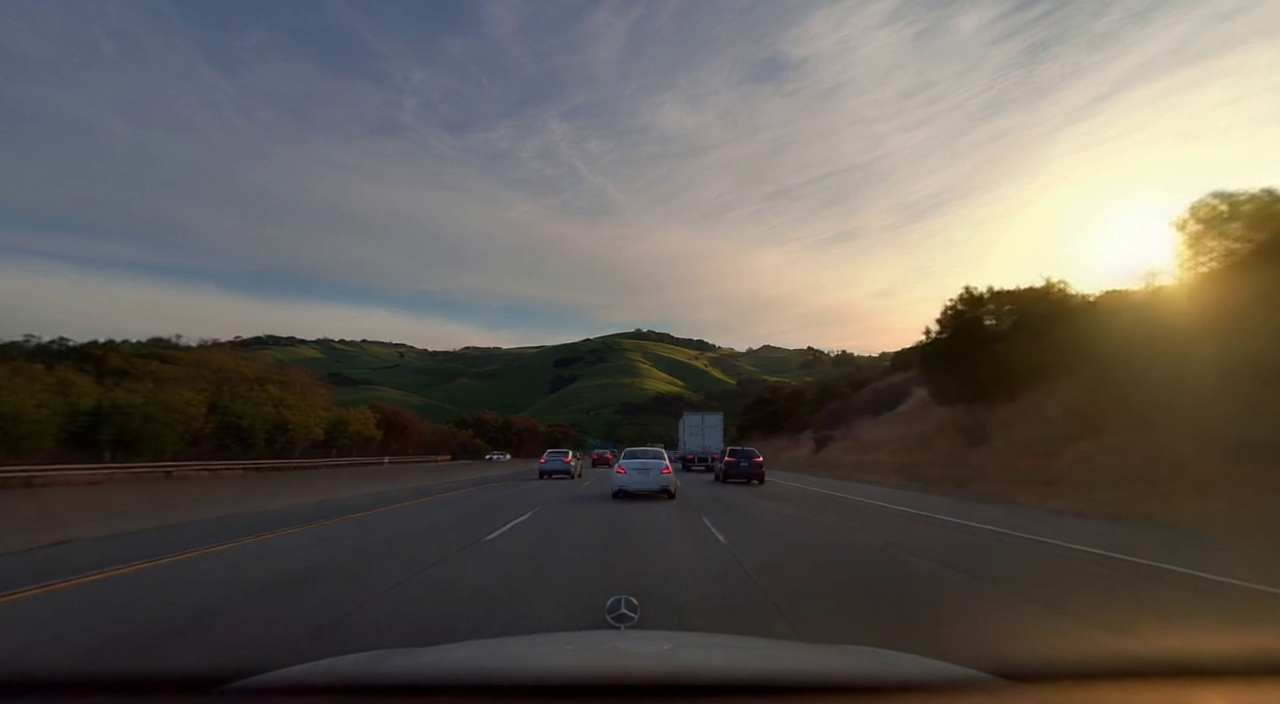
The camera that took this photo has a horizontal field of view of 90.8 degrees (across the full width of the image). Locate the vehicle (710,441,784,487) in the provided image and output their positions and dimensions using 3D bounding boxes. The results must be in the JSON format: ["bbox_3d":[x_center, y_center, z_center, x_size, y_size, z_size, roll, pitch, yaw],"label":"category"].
[{"bbox_3d":[4.052,4.336,24.691,2.029,1.579,4.484,0,-9,-1],"label":"vehicle"}]

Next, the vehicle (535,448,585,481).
[{"bbox_3d":[-3.810,5.427,30.721,1.848,1.486,3.832,0,-9,1],"label":"vehicle"}]

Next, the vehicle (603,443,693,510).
[{"bbox_3d":[0.194,3.096,16.103,2.041,1.484,3.535,0,-9,0],"label":"vehicle"}]
